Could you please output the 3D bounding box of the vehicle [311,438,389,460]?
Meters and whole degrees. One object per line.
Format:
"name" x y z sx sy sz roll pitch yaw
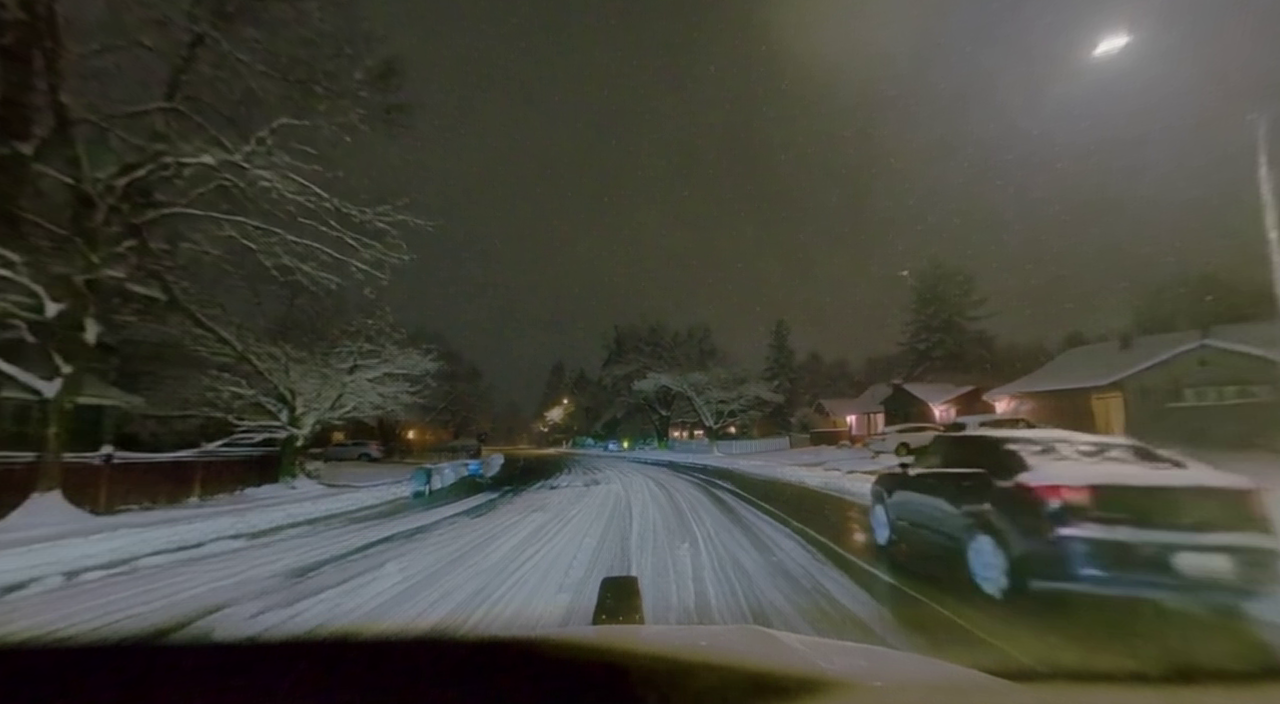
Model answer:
"vehicle" -20.680 6.970 45.242 4.654 1.457 1.986 3 -10 -10

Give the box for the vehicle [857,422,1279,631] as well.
"vehicle" 4.318 1.630 6.983 2.088 1.522 4.449 0 -9 -2
